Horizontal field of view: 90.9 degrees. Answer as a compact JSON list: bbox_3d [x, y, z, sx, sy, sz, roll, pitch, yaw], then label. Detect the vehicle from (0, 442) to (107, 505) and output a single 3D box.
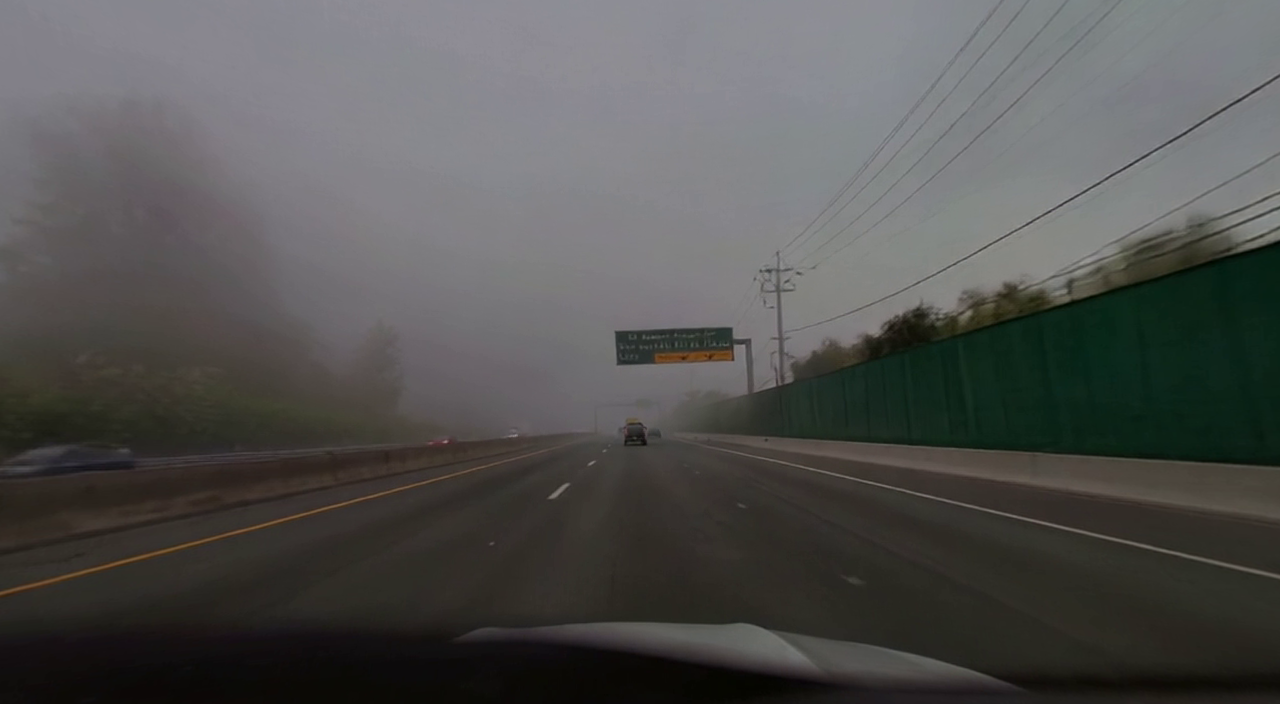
[{"bbox_3d":[-16.547,3.073,16.113,1.860,1.505,4.566,0,-8,-1],"label":"vehicle"}]
